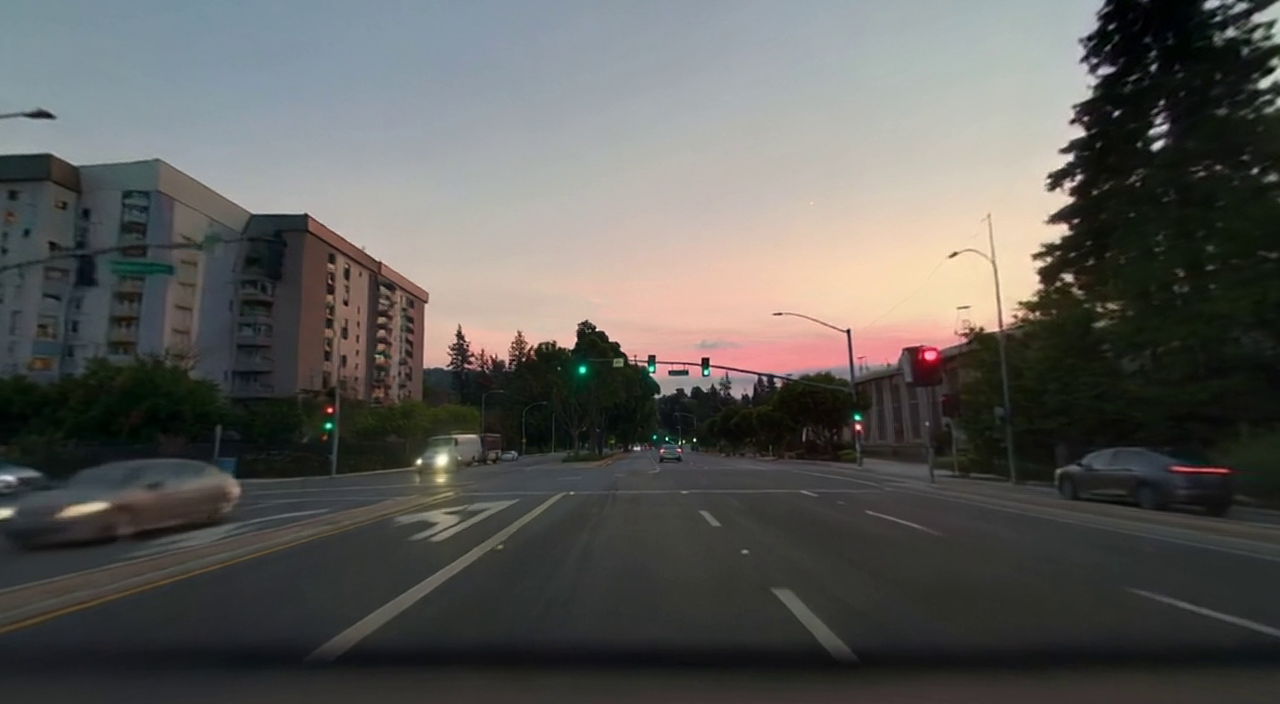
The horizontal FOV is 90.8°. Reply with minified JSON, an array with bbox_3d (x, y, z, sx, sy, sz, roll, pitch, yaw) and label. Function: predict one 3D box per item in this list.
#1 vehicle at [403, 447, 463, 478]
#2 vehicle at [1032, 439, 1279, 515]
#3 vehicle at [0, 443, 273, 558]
[{"bbox_3d":[-12.424,6.637,38.212,2.030,1.702,4.488,-1,-9,0],"label":"vehicle"},{"bbox_3d":[11.661,2.792,14.699,1.955,1.455,4.727,0,-9,-1],"label":"vehicle"},{"bbox_3d":[-9.120,2.570,11.723,2.010,1.682,4.346,0,-9,-1],"label":"vehicle"}]
